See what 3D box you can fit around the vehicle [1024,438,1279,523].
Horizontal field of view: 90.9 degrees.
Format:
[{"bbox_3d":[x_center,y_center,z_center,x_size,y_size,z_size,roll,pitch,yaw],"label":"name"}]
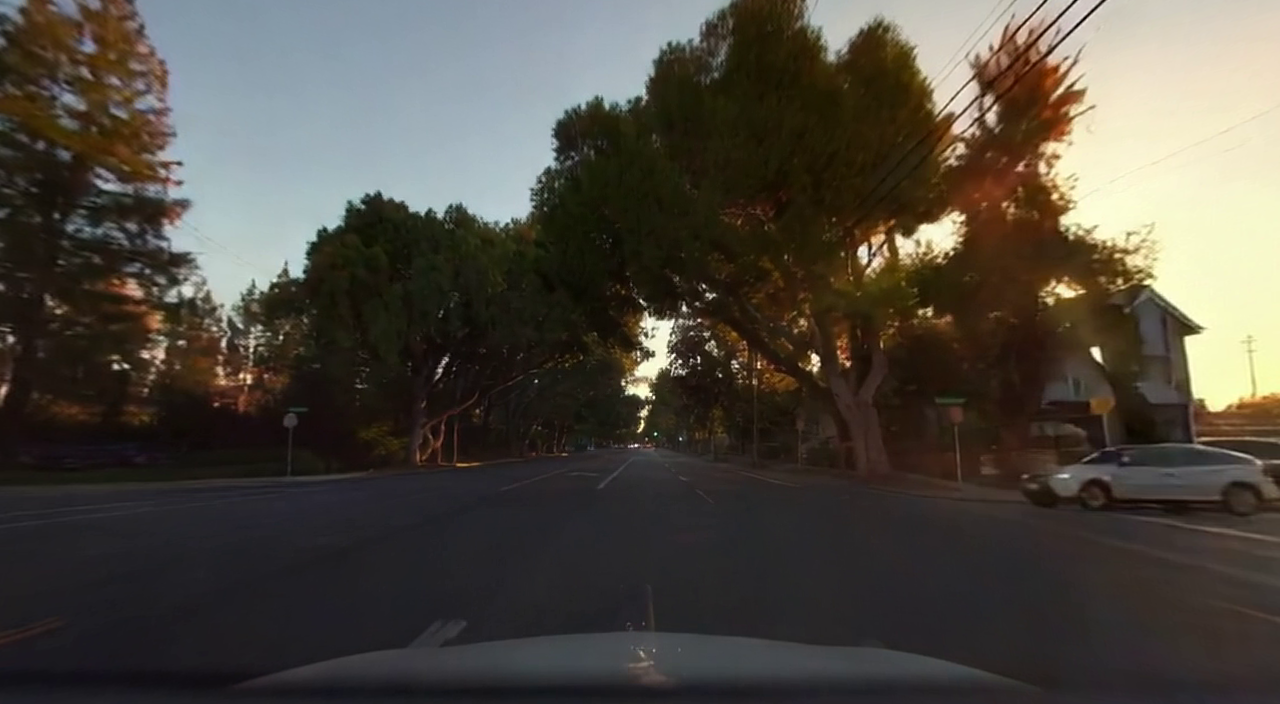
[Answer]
[{"bbox_3d":[11.018,2.626,13.272,4.565,1.600,2.023,1,-9,-5],"label":"vehicle"}]
